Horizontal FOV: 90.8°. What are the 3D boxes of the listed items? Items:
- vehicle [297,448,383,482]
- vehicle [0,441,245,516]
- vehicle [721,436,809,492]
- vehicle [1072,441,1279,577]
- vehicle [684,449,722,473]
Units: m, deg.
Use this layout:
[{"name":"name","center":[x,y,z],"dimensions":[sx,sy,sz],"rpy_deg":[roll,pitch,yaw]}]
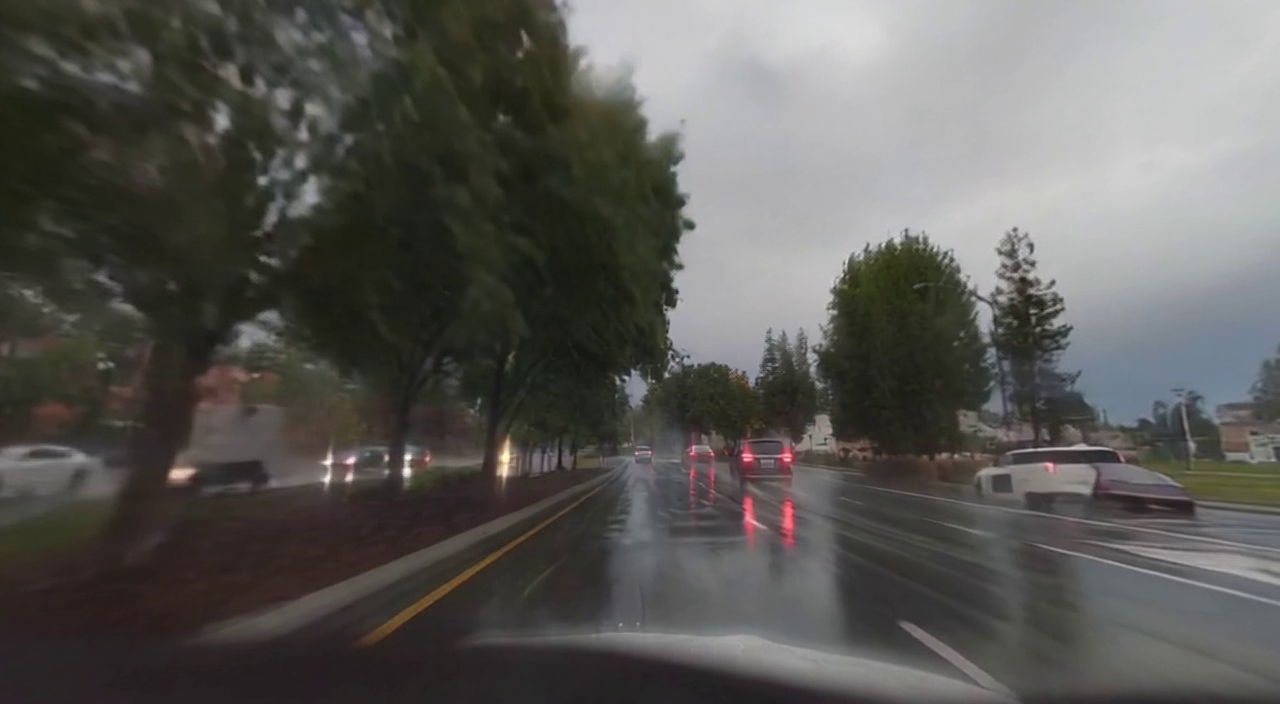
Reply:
[{"name":"vehicle","center":[-15.416,5.801,32.822],"dimensions":[1.991,1.513,5.063],"rpy_deg":[0,-8,0]},{"name":"vehicle","center":[-11.967,2.900,15.097],"dimensions":[2.046,1.485,4.591],"rpy_deg":[0,-9,0]},{"name":"vehicle","center":[4.353,3.989,22.883],"dimensions":[2.209,1.813,4.724],"rpy_deg":[0,-9,0]},{"name":"vehicle","center":[8.043,1.912,8.146],"dimensions":[1.949,1.492,4.103],"rpy_deg":[0,-9,-2]},{"name":"vehicle","center":[4.073,7.138,41.758],"dimensions":[2.064,1.474,4.389],"rpy_deg":[0,-9,0]}]
